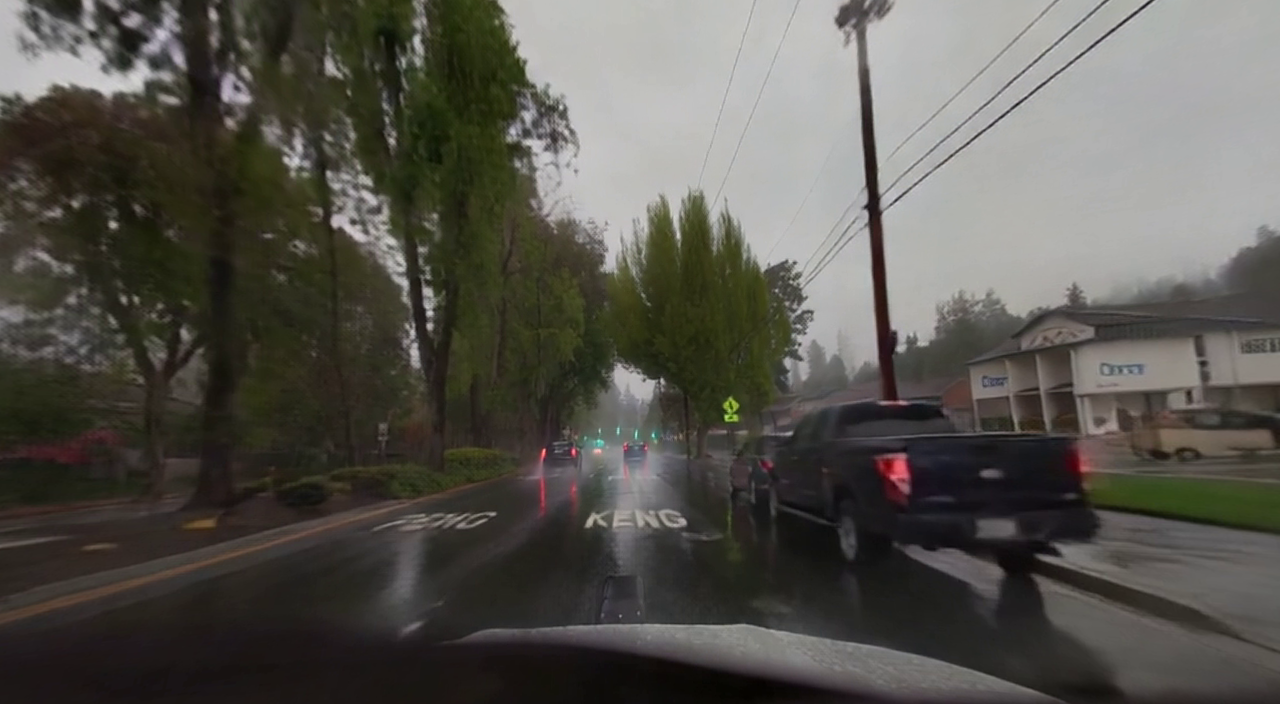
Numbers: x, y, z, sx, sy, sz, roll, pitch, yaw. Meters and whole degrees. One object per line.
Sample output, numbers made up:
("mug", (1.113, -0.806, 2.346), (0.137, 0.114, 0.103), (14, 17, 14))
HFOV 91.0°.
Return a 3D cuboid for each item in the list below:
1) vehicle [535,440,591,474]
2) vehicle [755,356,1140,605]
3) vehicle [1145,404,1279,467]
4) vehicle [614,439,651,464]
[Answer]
("vehicle", (-3.487, 4.855, 29.457), (2.083, 1.460, 4.527), (0, -8, 0))
("vehicle", (3.006, 1.438, 7.977), (2.072, 2.017, 5.590), (0, -8, 0))
("vehicle", (15.789, 2.079, 15.587), (1.881, 1.477, 4.617), (4, -9, -27))
("vehicle", (-0.488, 6.275, 39.809), (2.187, 1.478, 4.138), (0, -8, -1))
